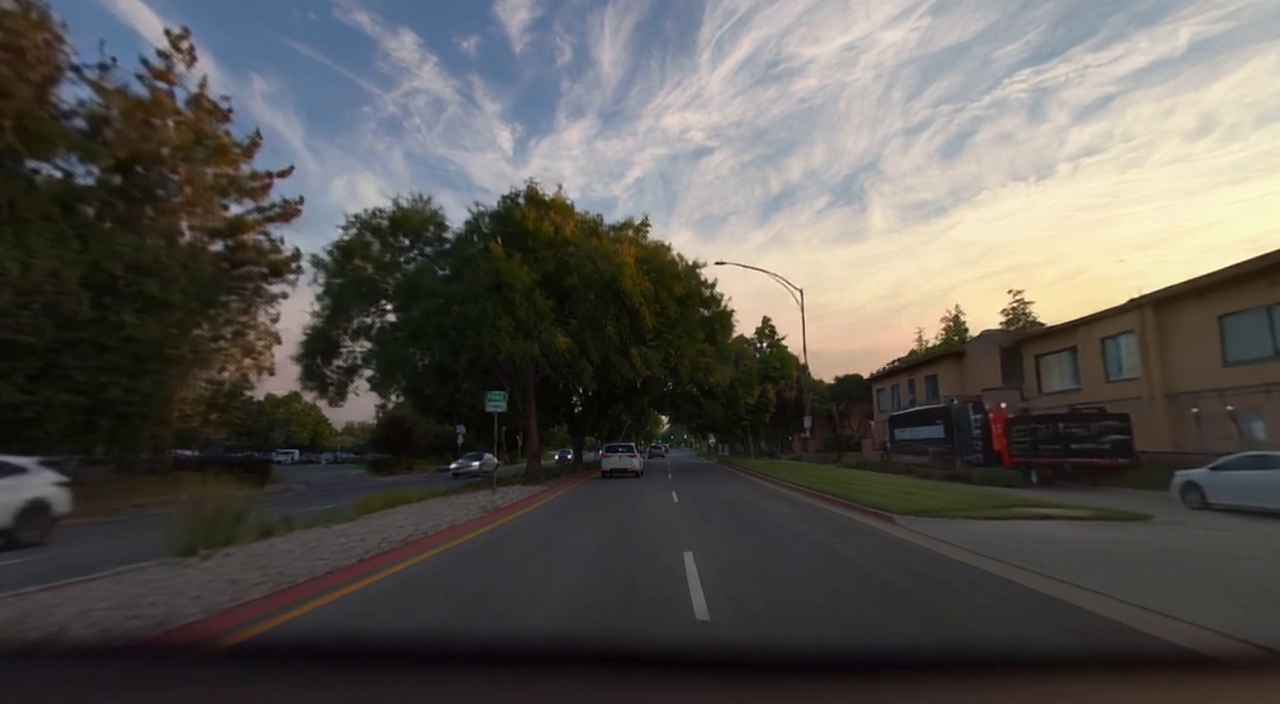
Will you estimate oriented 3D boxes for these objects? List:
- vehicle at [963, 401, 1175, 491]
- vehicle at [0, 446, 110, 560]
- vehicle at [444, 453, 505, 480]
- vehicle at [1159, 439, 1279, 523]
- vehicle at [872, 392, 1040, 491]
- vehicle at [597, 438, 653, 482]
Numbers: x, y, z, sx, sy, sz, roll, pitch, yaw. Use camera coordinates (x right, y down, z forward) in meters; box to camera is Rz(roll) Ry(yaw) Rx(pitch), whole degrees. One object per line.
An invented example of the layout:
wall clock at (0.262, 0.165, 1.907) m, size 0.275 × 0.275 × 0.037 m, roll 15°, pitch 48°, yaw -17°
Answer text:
vehicle at (13.443, 3.053, 20.673) m, size 2.507 × 2.441 × 6.959 m, roll -1°, pitch -8°, yaw 5°
vehicle at (-11.124, 2.317, 9.518) m, size 1.997 × 1.775 × 4.585 m, roll 0°, pitch -9°, yaw 4°
vehicle at (-9.693, 6.718, 37.244) m, size 1.937 × 1.465 × 4.506 m, roll -1°, pitch -9°, yaw 7°
vehicle at (13.341, 2.652, 13.168) m, size 1.686 × 1.467 × 3.955 m, roll -4°, pitch -7°, yaw 3°
vehicle at (14.213, 4.199, 29.877) m, size 2.794 × 3.710 × 10.785 m, roll -3°, pitch -8°, yaw 3°
vehicle at (-0.548, 4.665, 27.469) m, size 2.129 × 1.713 × 4.314 m, roll 0°, pitch -9°, yaw 3°
